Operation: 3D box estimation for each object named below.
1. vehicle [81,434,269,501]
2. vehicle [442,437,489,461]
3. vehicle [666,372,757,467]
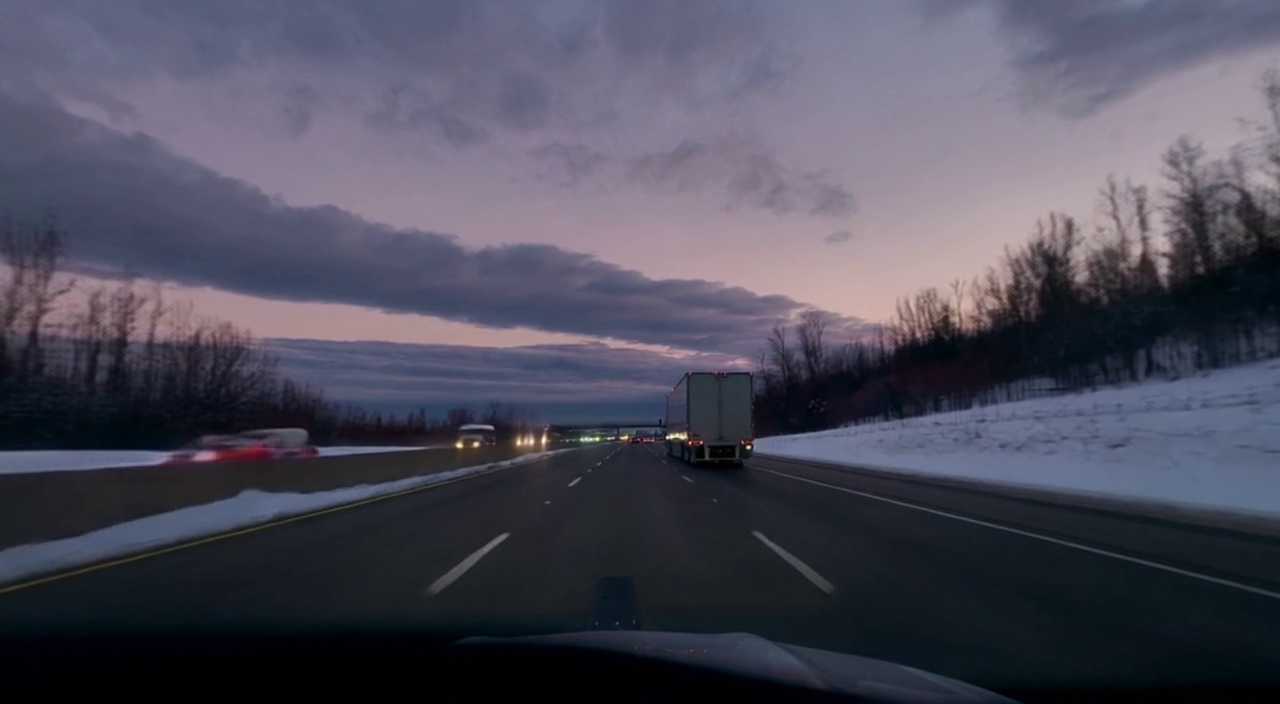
[{"bbox_3d":[-12.175,3.002,16.882,1.838,1.534,4.240,0,-8,-1],"label":"vehicle"},{"bbox_3d":[-12.191,6.768,44.196,1.933,1.543,4.960,0,-8,0],"label":"vehicle"},{"bbox_3d":[3.465,3.970,35.590,2.979,4.161,15.508,1,-7,-2],"label":"vehicle"}]
